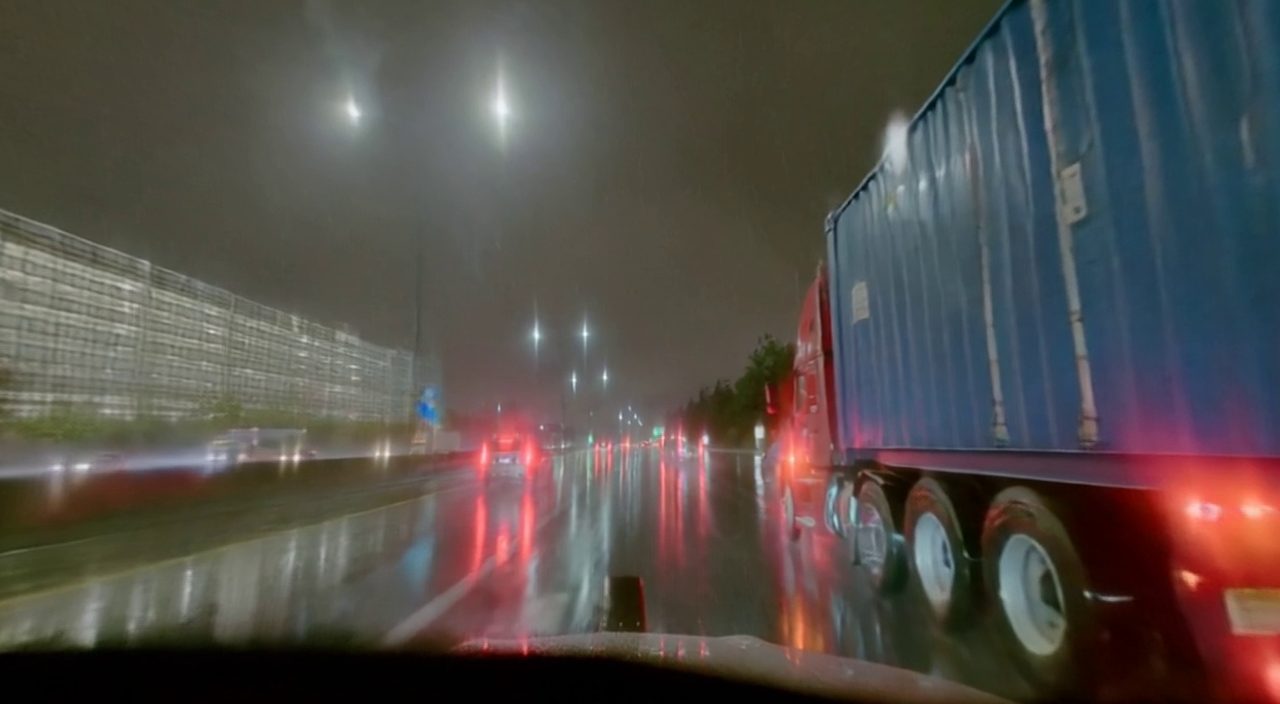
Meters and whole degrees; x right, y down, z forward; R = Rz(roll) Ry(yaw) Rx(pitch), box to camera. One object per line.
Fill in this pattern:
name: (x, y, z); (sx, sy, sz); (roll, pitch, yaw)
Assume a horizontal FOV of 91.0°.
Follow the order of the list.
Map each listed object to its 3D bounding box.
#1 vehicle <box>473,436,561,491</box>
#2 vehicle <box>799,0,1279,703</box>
vehicle: (-3.785, 3.499, 20.087); (1.954, 1.528, 4.010); (0, -9, 0)
vehicle: (3.657, 0.222, 5.311); (3.089, 3.779, 6.420); (0, -9, 2)
